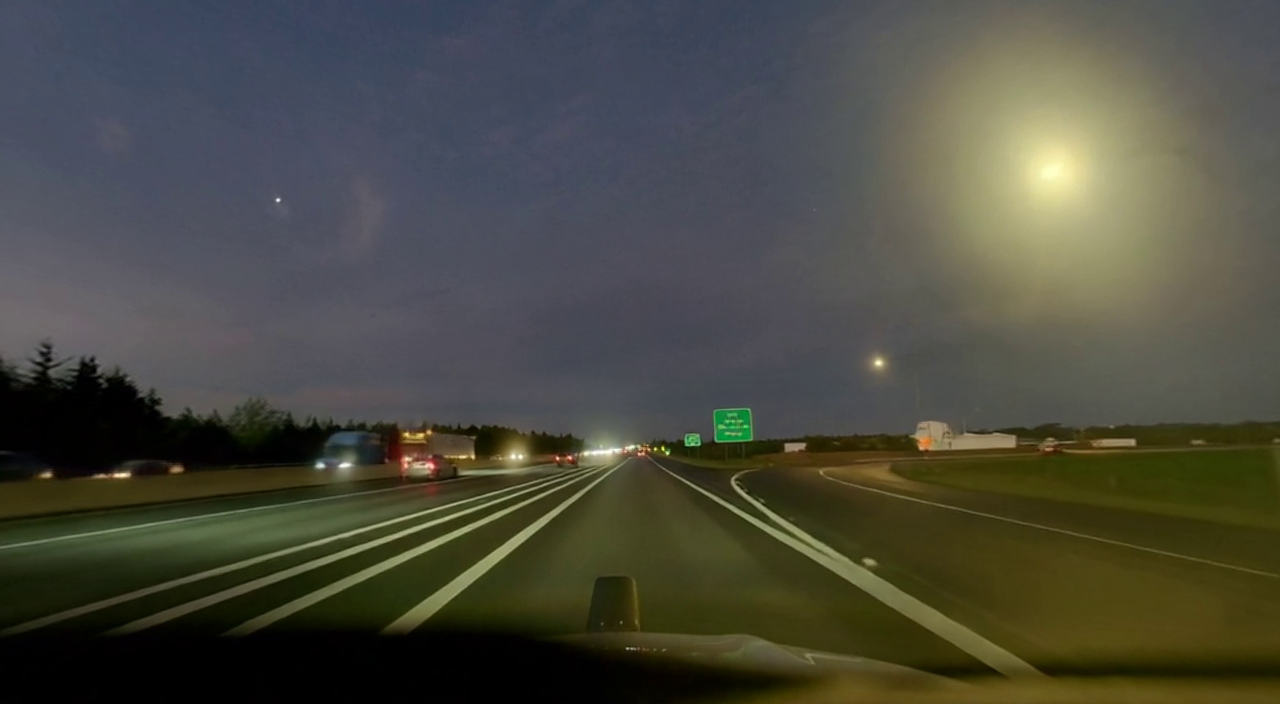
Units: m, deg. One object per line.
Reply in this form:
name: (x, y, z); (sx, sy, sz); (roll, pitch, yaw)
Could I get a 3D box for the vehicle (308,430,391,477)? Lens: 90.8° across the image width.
vehicle: (-19.454, 6.833, 42.710); (2.503, 2.882, 6.369); (0, -9, 0)

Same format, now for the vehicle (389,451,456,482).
vehicle: (-11.426, 6.008, 33.497); (1.981, 1.503, 4.207); (0, -9, 1)

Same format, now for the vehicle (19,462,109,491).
vehicle: (-38.662, 8.337, 42.565); (1.998, 1.707, 5.242); (1, -9, -12)
